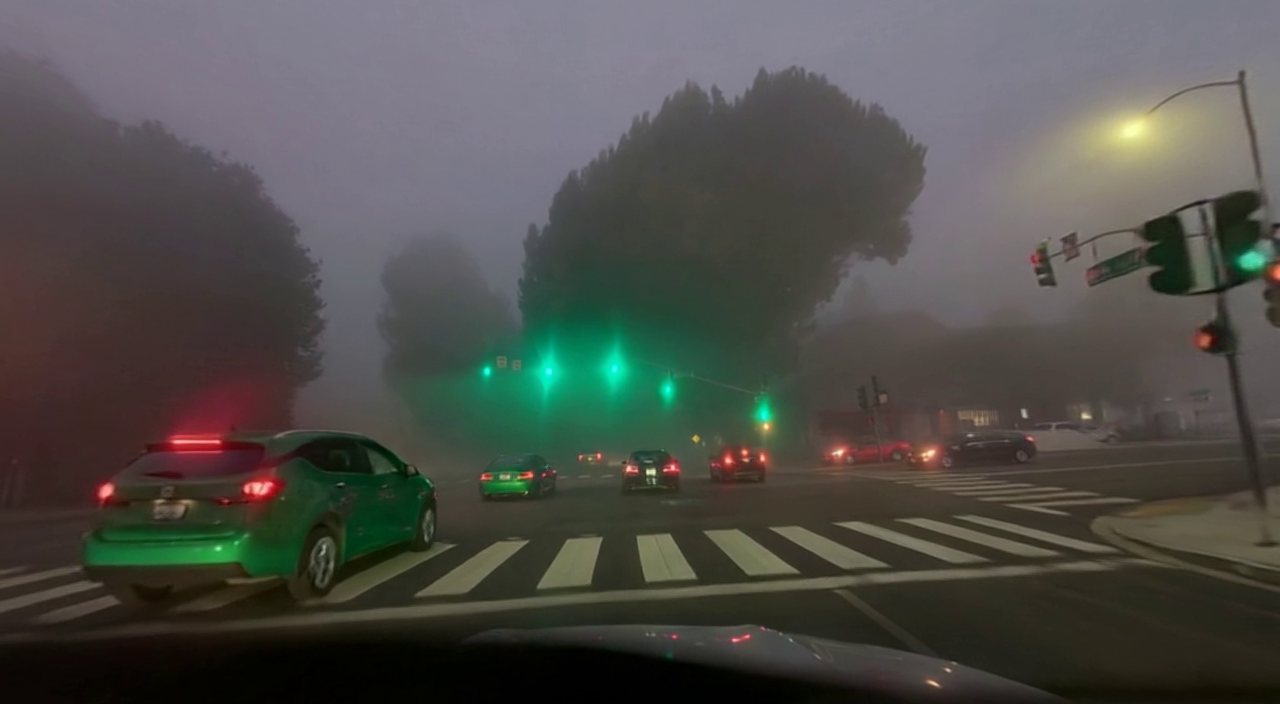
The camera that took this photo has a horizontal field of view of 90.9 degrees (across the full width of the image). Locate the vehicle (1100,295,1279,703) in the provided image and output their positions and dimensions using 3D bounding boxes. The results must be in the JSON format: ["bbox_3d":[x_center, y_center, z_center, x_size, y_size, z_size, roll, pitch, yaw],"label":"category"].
[{"bbox_3d":[3.263,0.478,0.732,1.992,1.805,4.549,0,-9,0],"label":"vehicle"}]

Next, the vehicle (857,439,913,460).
[{"bbox_3d":[18.183,7.248,47.001,2.081,1.482,4.860,0,-9,-2],"label":"vehicle"}]

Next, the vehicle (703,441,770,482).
[{"bbox_3d":[3.772,4.344,25.351,1.920,1.479,4.548,0,-9,-1],"label":"vehicle"}]

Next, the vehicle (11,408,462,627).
[{"bbox_3d":[-3.837,1.660,7.401,2.023,1.687,4.874,0,-9,0],"label":"vehicle"}]

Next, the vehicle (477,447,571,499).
[{"bbox_3d":[-3.505,3.749,19.973,1.995,1.436,4.500,0,-9,2],"label":"vehicle"}]

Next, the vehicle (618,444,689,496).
[{"bbox_3d":[0.442,3.630,19.750,1.994,1.433,3.894,0,-9,2],"label":"vehicle"}]
